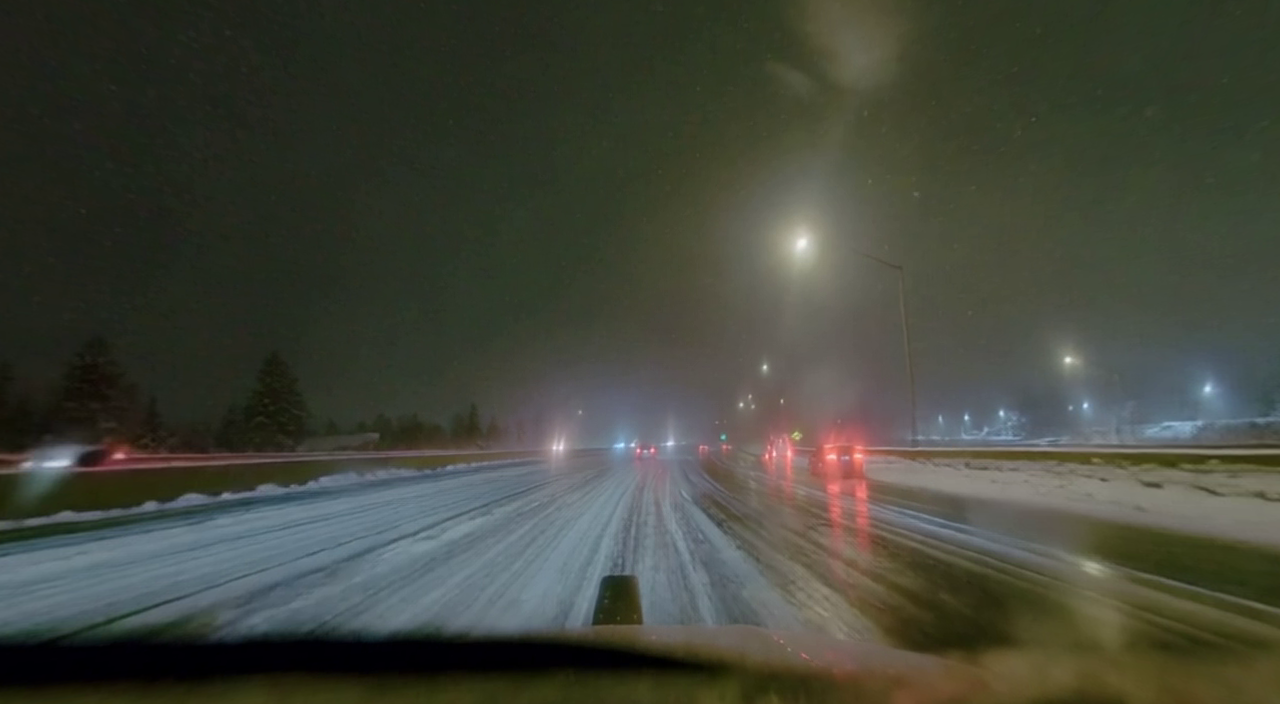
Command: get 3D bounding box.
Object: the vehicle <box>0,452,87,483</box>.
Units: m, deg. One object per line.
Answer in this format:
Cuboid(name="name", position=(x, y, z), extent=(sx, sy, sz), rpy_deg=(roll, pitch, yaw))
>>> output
Cuboid(name="vehicle", position=(-32.454, 6.103, 33.719), extent=(1.798, 1.470, 4.400), rpy_deg=(-1, -9, 2))
